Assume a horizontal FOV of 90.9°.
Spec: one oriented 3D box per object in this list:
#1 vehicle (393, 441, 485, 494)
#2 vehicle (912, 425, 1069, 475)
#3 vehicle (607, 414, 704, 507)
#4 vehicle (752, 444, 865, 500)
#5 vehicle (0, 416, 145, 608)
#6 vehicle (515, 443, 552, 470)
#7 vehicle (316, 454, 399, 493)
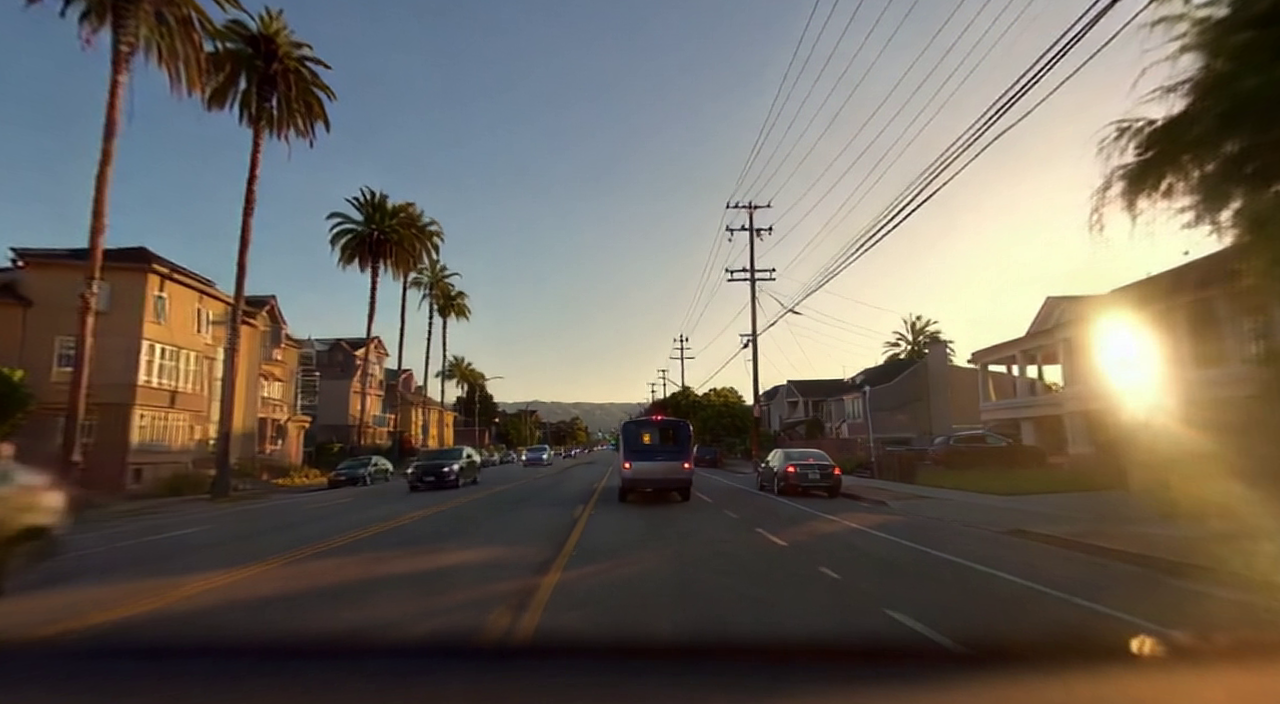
[{"bbox_3d":[-6.933,3.986,22.243,1.965,1.653,4.251,0,-8,-2],"label":"vehicle"},{"bbox_3d":[13.677,3.813,24.840,4.749,1.699,2.311,-2,-6,0],"label":"vehicle"},{"bbox_3d":[0.231,2.765,16.458,2.168,2.040,4.527,0,-8,-3],"label":"vehicle"},{"bbox_3d":[4.831,3.482,18.782,2.022,1.456,4.246,0,-8,-3],"label":"vehicle"},{"bbox_3d":[-6.706,1.357,5.058,1.948,1.706,4.407,0,-8,-2],"label":"vehicle"},{"bbox_3d":[-7.454,7.333,44.396,1.993,1.737,4.353,0,-8,-2],"label":"vehicle"},{"bbox_3d":[-12.967,5.574,29.243,2.004,1.441,4.572,-3,-8,-3],"label":"vehicle"}]
